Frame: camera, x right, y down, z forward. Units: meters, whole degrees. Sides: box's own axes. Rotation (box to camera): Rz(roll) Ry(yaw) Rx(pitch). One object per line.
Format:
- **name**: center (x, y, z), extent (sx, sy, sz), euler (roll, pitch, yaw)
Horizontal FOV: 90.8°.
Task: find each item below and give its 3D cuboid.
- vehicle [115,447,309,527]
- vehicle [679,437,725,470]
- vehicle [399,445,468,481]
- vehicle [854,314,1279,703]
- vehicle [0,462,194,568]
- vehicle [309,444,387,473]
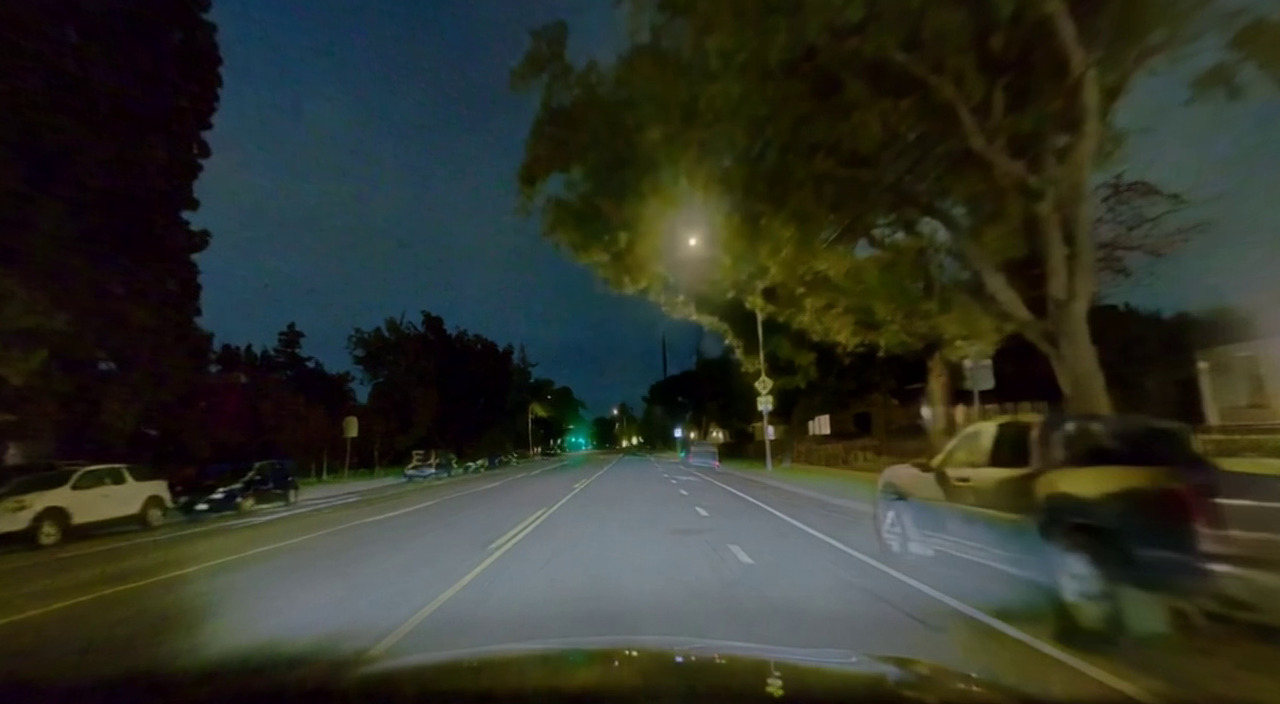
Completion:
- **vehicle**: center (-11.119, 3.476, 16.970), extent (1.981, 1.790, 4.682), euler (0, -8, -1)
- **vehicle**: center (3.575, 5.984, 37.518), extent (2.176, 1.793, 5.534), euler (0, -8, 0)
- **vehicle**: center (-11.203, 6.041, 34.712), extent (2.293, 1.836, 4.586), euler (0, -8, -1)
- **vehicle**: center (3.839, 1.116, 4.674), extent (2.319, 1.938, 5.961), euler (0, -8, -1)
- **vehicle**: center (-11.078, 2.956, 12.161), extent (1.815, 1.532, 4.517), euler (0, -8, -2)
- **vehicle**: center (-20.367, 7.409, 44.163), extent (4.398, 1.902, 2.043), euler (0, -8, 1)
